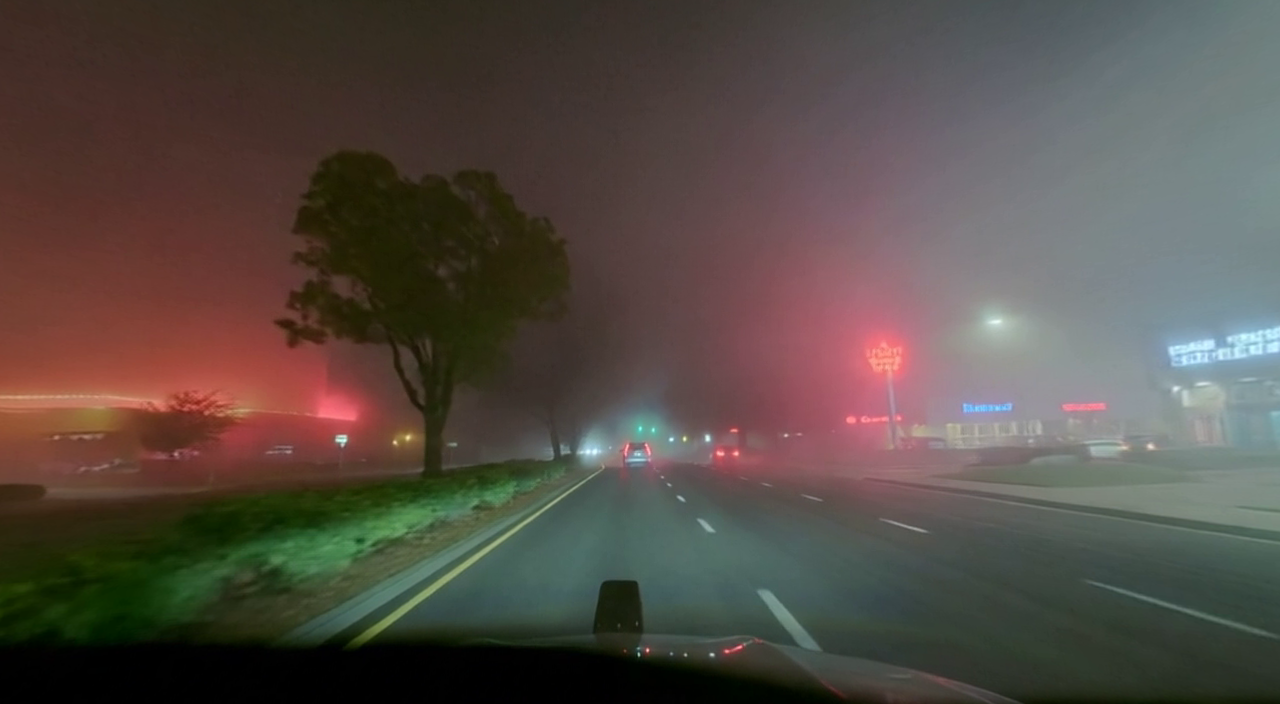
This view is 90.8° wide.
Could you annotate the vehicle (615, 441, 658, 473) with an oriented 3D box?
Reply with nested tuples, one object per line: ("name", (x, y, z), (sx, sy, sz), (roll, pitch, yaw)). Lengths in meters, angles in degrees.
("vehicle", (-0.240, 5.436, 32.948), (2.072, 1.545, 4.578), (0, -8, -2))

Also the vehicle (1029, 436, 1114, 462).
("vehicle", (26.700, 5.990, 39.312), (1.840, 1.446, 4.820), (-2, -8, 0))

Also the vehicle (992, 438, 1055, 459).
("vehicle", (26.836, 6.778, 44.406), (1.761, 1.409, 4.353), (0, -9, 1))

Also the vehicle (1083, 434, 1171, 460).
("vehicle", (29.476, 5.792, 38.395), (1.805, 1.481, 4.351), (-1, -9, -1))

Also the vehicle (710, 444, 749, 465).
("vehicle", (6.854, 7.901, 48.917), (2.075, 1.475, 4.571), (0, -9, -4))
